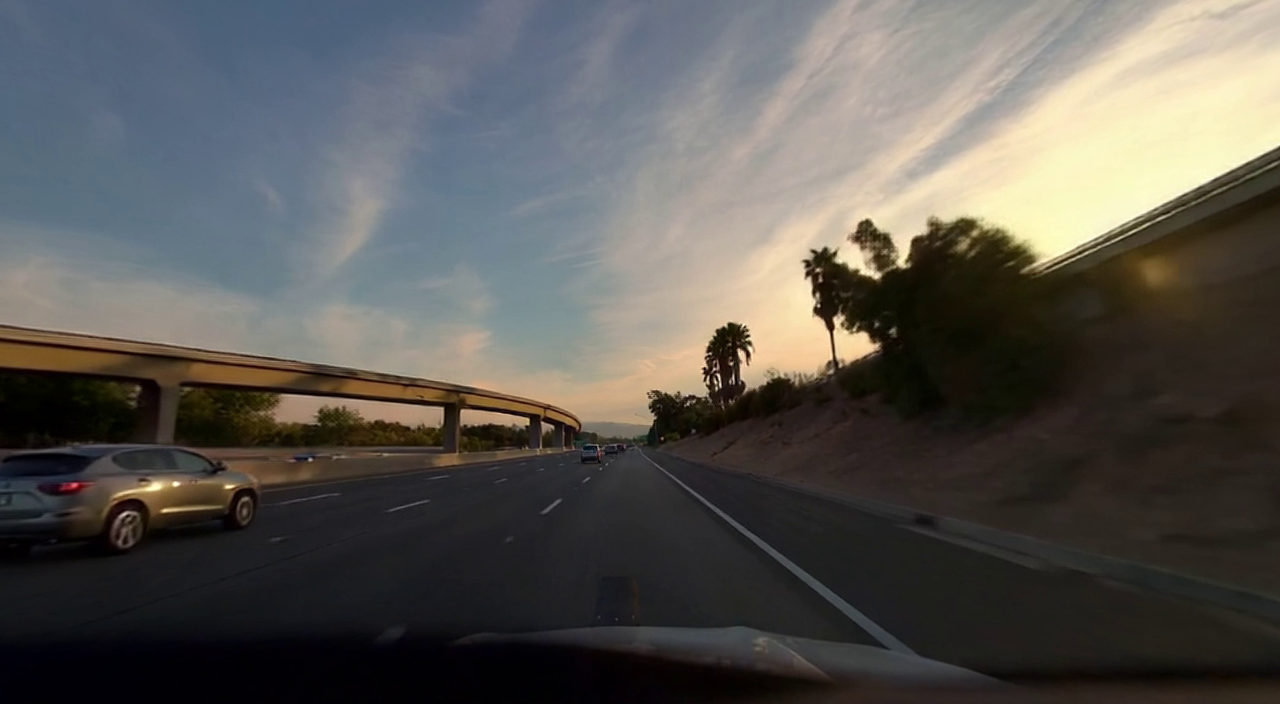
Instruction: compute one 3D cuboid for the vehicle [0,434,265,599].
[{"bbox_3d":[-6.880,1.812,7.785,1.914,1.503,4.268,0,-8,-1],"label":"vehicle"}]
